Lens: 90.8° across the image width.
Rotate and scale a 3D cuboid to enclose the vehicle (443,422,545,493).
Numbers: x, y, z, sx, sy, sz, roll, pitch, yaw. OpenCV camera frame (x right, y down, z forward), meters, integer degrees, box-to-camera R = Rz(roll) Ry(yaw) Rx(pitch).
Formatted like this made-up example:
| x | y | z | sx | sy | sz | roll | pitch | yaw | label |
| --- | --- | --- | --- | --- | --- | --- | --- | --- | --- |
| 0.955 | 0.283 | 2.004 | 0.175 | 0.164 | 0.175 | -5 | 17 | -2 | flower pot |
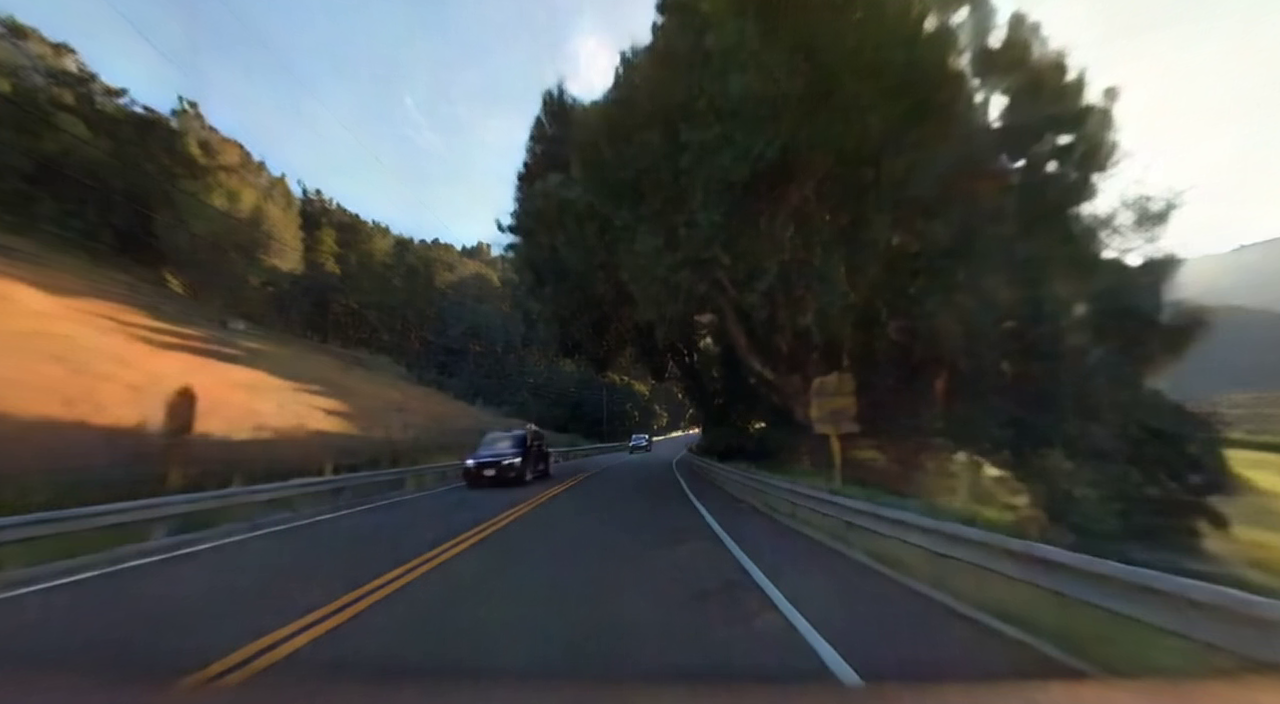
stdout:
| x | y | z | sx | sy | sz | roll | pitch | yaw | label |
| --- | --- | --- | --- | --- | --- | --- | --- | --- | --- |
| -4.219 | 3.152 | 19.037 | 1.997 | 1.874 | 4.269 | 0 | -9 | 0 | vehicle |
